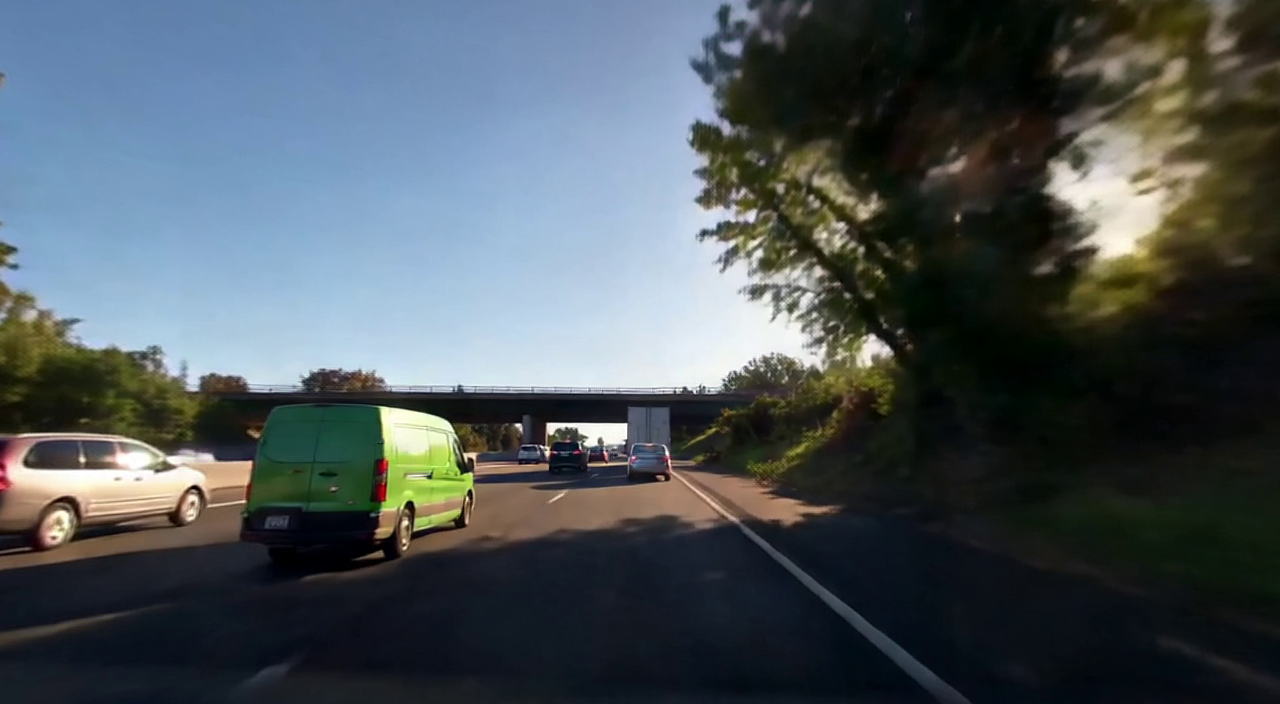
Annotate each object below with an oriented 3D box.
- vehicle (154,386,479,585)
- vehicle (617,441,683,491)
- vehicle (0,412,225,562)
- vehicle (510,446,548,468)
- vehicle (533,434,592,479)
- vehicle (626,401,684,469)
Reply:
[{"bbox_3d":[-3.587,1.571,8.037,1.951,1.882,3.979,0,-9,0],"label":"vehicle"},{"bbox_3d":[0.302,3.728,20.900,1.991,1.507,3.391,0,-9,0],"label":"vehicle"},{"bbox_3d":[-8.268,1.770,8.708,2.093,1.675,4.233,0,-9,1],"label":"vehicle"},{"bbox_3d":[-7.789,7.398,44.522,1.886,1.414,4.028,0,-9,1],"label":"vehicle"},{"bbox_3d":[-3.411,4.699,28.541,2.068,1.862,4.234,0,-9,1],"label":"vehicle"},{"bbox_3d":[0.649,6.176,45.324,3.289,3.822,18.653,0,-9,-1],"label":"vehicle"}]
